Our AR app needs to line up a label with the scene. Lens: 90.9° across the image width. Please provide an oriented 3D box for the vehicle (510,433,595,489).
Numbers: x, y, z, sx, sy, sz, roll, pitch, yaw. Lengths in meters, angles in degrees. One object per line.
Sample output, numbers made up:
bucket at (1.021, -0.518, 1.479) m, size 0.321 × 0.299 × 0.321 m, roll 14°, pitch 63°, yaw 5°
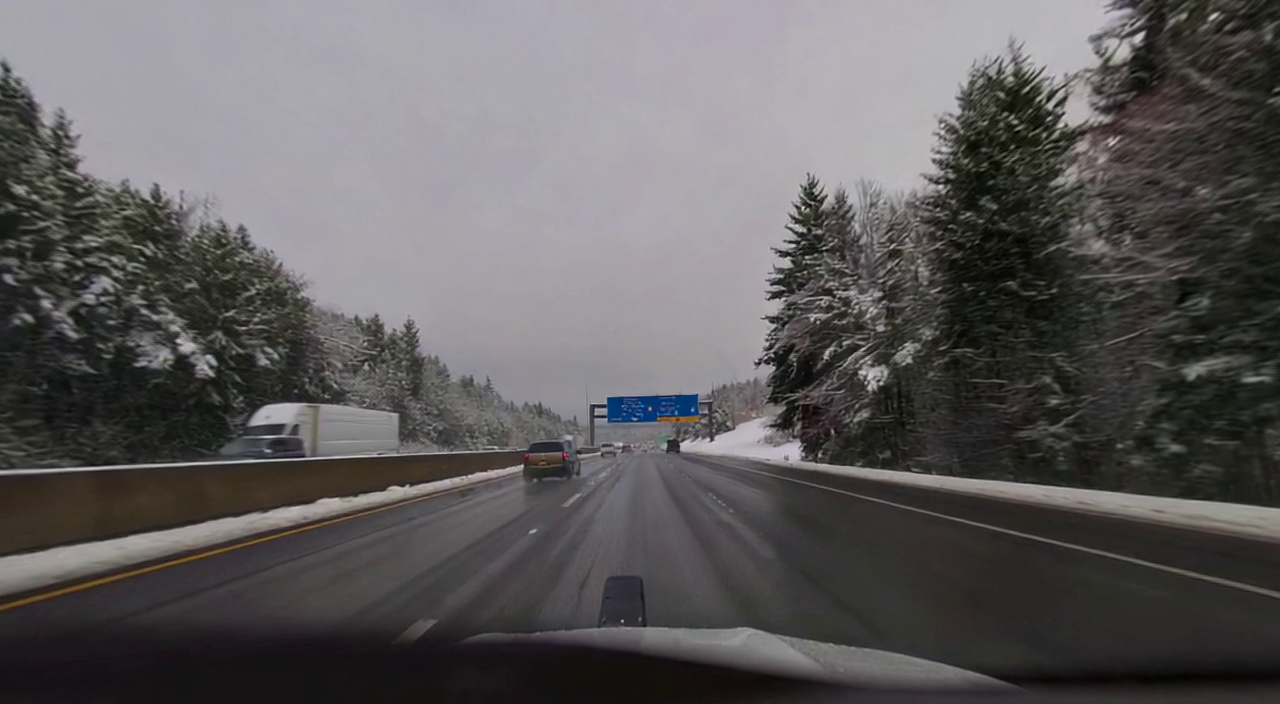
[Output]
vehicle at (-2.787, 3.596, 20.995) m, size 2.183 × 1.662 × 3.968 m, roll 0°, pitch -9°, yaw 1°

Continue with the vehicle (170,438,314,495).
vehicle at (-15.002, 4.316, 24.225) m, size 2.090 × 1.914 × 5.158 m, roll 0°, pitch -9°, yaw 0°

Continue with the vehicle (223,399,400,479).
vehicle at (-19.395, 5.481, 39.126) m, size 3.227 × 4.084 × 13.972 m, roll 0°, pitch -9°, yaw 1°
